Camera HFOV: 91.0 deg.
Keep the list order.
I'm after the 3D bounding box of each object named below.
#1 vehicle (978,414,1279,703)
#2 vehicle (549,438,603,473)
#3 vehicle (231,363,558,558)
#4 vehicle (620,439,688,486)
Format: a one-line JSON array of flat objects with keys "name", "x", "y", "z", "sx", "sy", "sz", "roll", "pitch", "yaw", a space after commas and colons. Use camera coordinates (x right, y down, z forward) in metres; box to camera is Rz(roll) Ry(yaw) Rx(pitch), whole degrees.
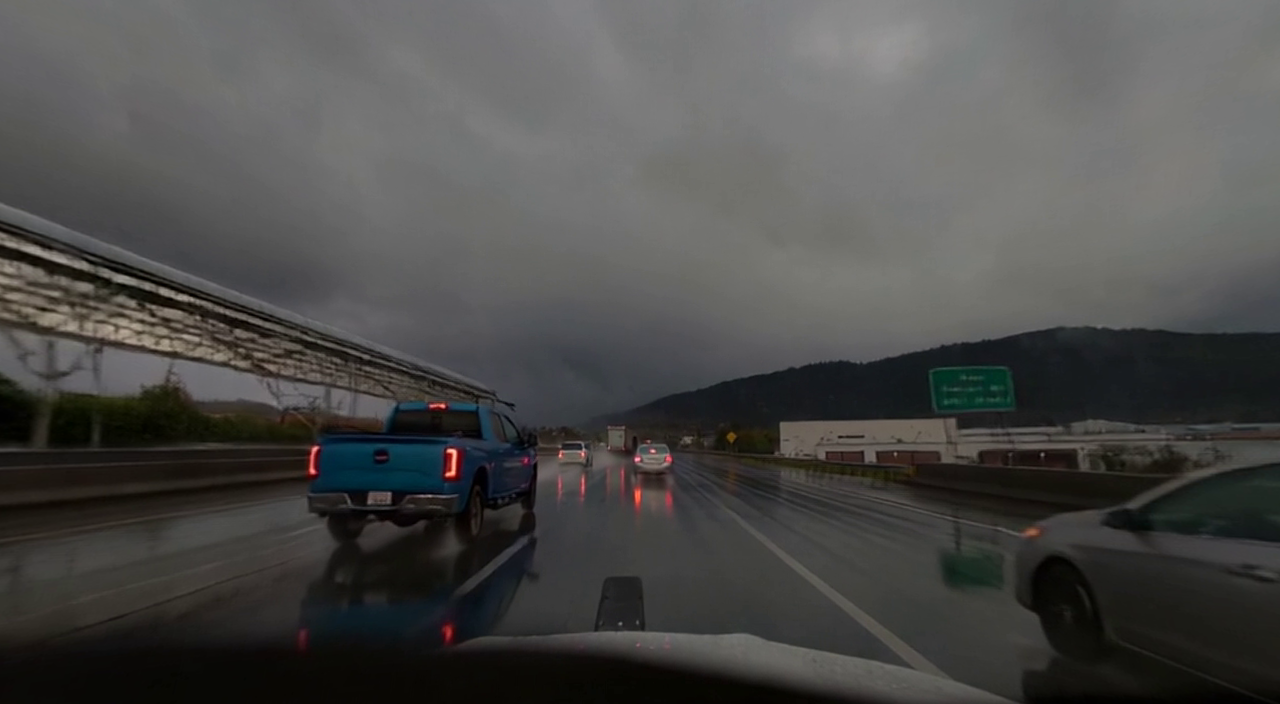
[{"name": "vehicle", "x": 3.644, "y": 1.009, "z": 2.462, "sx": 2.023, "sy": 1.510, "sz": 4.773, "roll": 0, "pitch": -8, "yaw": 0}, {"name": "vehicle", "x": -3.167, "y": 5.239, "z": 32.186, "sx": 2.151, "sy": 1.613, "sz": 4.786, "roll": 0, "pitch": -8, "yaw": 1}, {"name": "vehicle", "x": -3.282, "y": 1.740, "z": 10.760, "sx": 2.733, "sy": 2.230, "sz": 6.820, "roll": 0, "pitch": -8, "yaw": 1}, {"name": "vehicle", "x": 0.452, "y": 3.851, "z": 22.299, "sx": 2.171, "sy": 1.493, "sz": 4.081, "roll": 0, "pitch": -8, "yaw": 0}]
